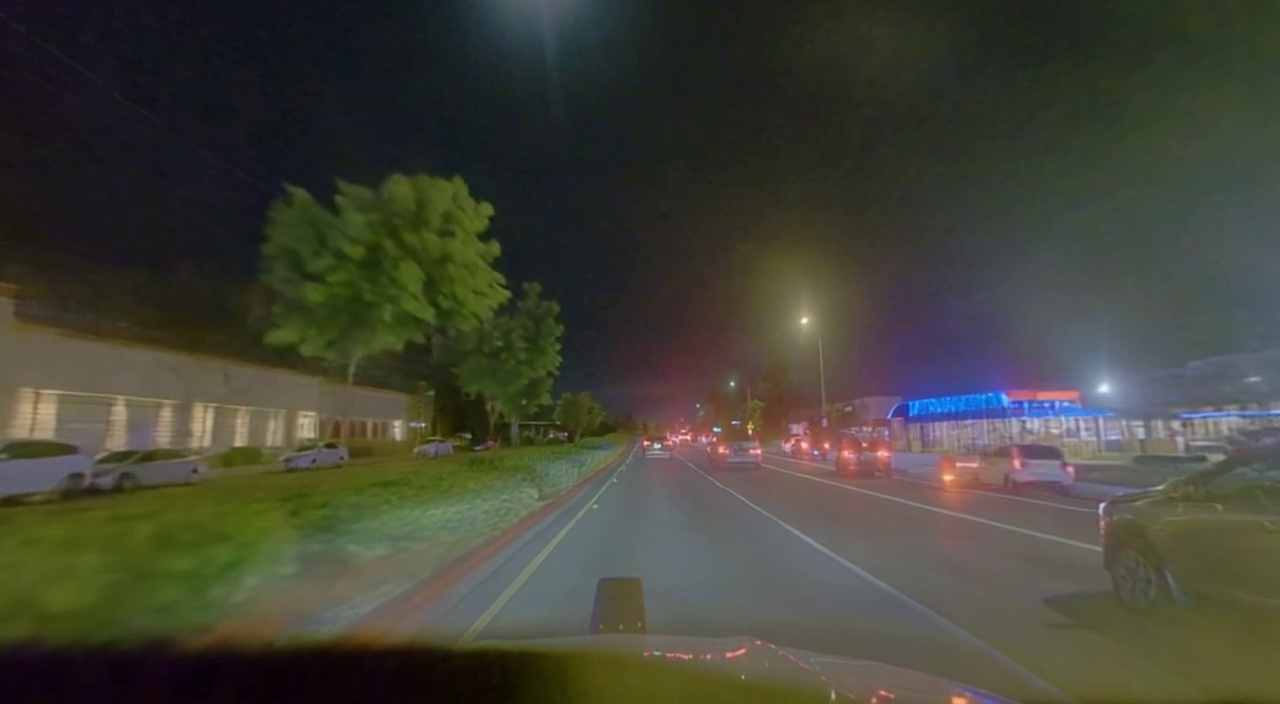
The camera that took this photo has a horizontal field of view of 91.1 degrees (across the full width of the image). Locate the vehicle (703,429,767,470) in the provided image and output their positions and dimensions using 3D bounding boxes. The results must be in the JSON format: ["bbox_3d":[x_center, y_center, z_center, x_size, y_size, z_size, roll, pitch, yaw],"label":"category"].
[{"bbox_3d":[4.110,4.311,27.887,2.115,1.692,4.189,0,-8,-1],"label":"vehicle"}]

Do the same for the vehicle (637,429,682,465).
[{"bbox_3d":[0.945,4.796,31.718,2.098,1.682,3.778,0,-8,1],"label":"vehicle"}]

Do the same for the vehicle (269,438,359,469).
[{"bbox_3d":[-18.265,5.681,35.520,2.034,1.532,5.548,0,-7,1],"label":"vehicle"}]

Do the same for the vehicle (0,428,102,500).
[{"bbox_3d":[-18.589,3.153,17.725,1.948,1.965,5.421,0,-8,-1],"label":"vehicle"}]

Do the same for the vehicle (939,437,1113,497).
[{"bbox_3d":[10.979,3.281,18.372,2.110,1.535,4.506,0,-8,-2],"label":"vehicle"}]

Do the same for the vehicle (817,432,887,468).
[{"bbox_3d":[10.854,5.068,32.525,2.123,1.726,4.520,0,-8,1],"label":"vehicle"}]

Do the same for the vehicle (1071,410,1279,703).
[{"bbox_3d":[4.041,0.893,2.175,1.908,1.463,4.506,0,-8,0],"label":"vehicle"}]

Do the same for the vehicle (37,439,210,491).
[{"bbox_3d":[-18.546,4.050,22.974,2.141,1.655,4.978,0,-8,-1],"label":"vehicle"}]
